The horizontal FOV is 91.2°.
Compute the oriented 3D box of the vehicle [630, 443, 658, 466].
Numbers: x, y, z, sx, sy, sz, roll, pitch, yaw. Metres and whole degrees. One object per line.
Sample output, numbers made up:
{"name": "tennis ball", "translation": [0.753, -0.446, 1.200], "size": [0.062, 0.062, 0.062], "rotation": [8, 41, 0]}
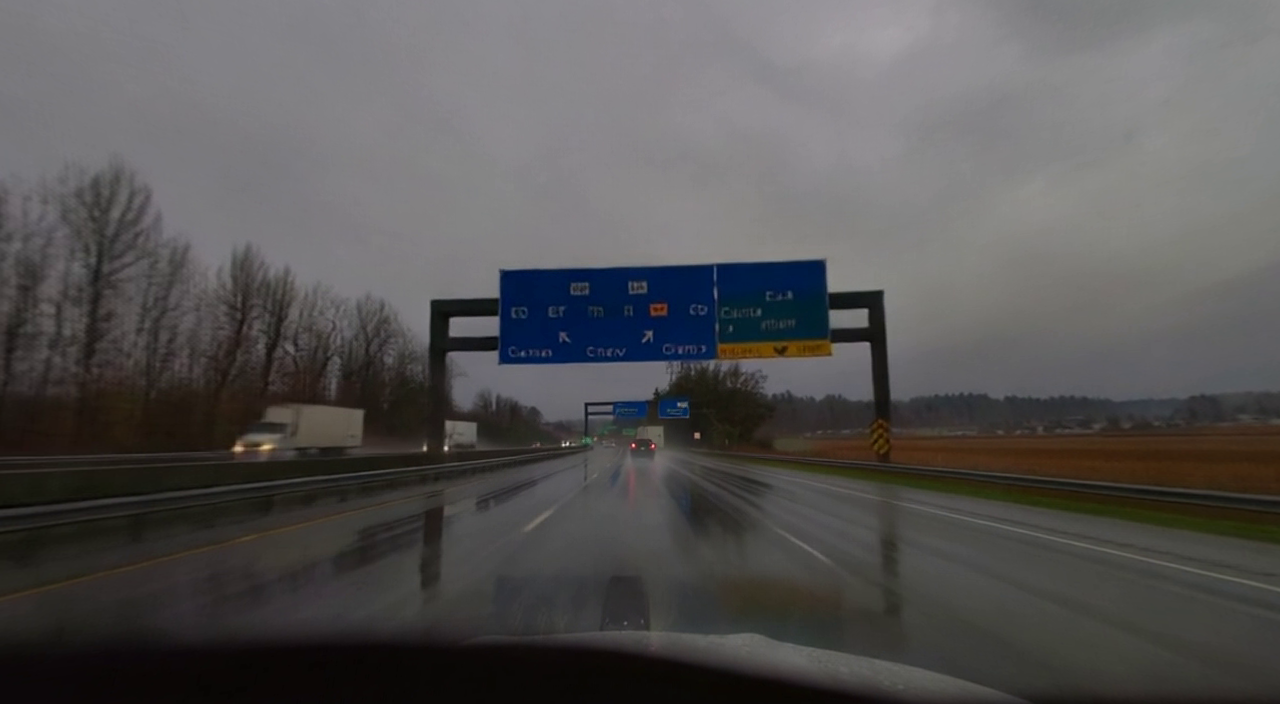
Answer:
{"name": "vehicle", "translation": [0.255, 7.083, 43.569], "size": [1.859, 1.478, 3.799], "rotation": [0, -8, 0]}

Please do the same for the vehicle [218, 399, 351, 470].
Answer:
{"name": "vehicle", "translation": [-21.306, 5.124, 38.504], "size": [2.900, 3.781, 9.129], "rotation": [0, -9, -1]}
